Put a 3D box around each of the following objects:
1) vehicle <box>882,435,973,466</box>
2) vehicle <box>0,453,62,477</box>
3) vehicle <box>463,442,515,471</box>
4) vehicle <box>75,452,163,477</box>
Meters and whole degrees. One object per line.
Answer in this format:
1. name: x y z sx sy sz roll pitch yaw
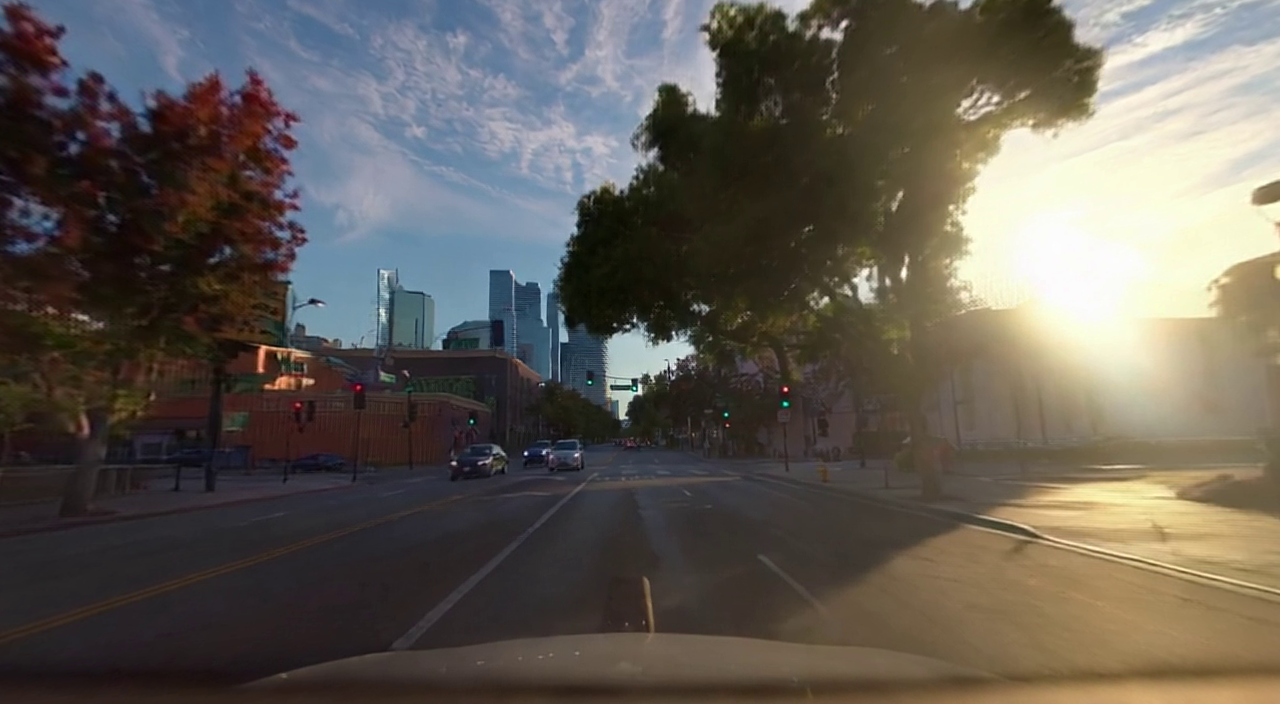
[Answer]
1. vehicle: 16.662 5.729 36.719 4.299 1.679 2.011 0 -8 0
2. vehicle: -42.519 7.714 43.147 4.036 1.545 1.753 0 -8 0
3. vehicle: -8.613 5.992 36.268 1.978 1.561 3.907 0 -8 1
4. vehicle: -32.452 6.978 39.313 3.760 1.480 1.795 0 -8 -3
